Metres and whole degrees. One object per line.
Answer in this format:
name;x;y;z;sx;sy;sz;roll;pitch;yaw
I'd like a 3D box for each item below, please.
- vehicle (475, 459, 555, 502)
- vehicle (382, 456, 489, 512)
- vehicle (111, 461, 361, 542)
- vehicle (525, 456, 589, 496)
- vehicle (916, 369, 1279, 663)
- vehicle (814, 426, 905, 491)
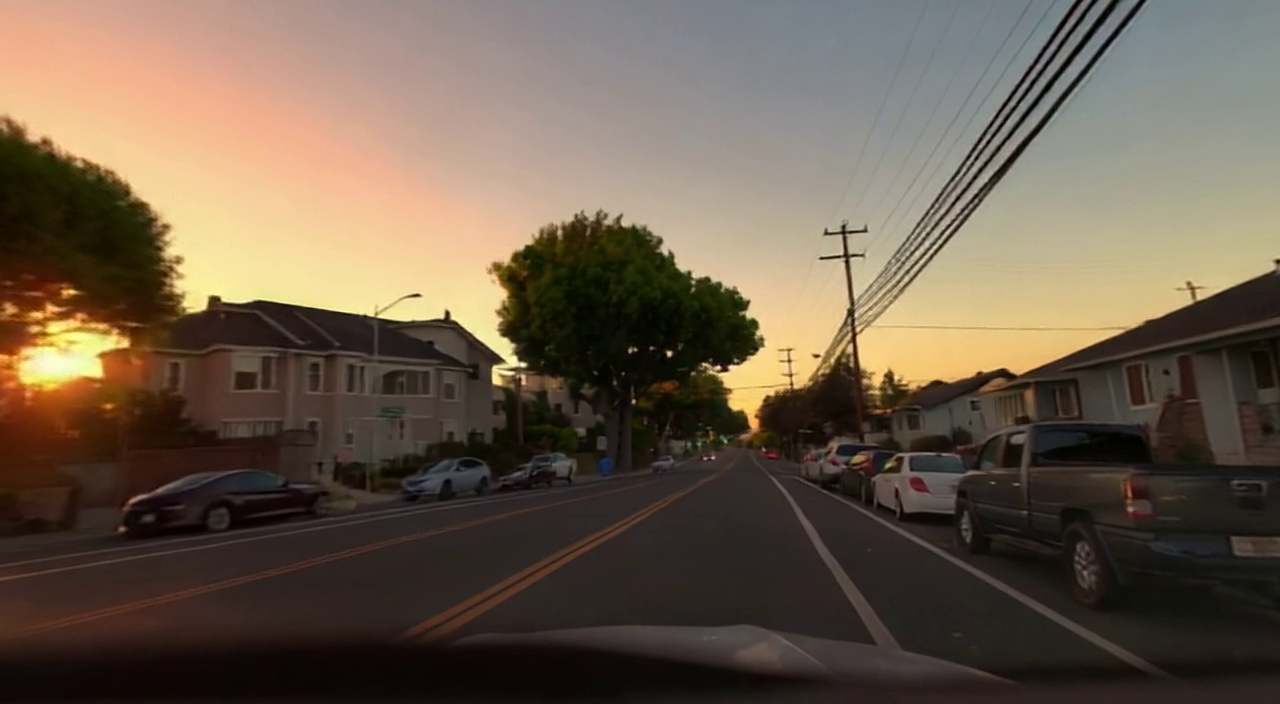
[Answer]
vehicle;-6.185;6.422;32.117;2.089;1.837;5.499;-2;-9;10
vehicle;-7.626;4.926;24.059;1.937;1.837;4.414;-2;-9;11
vehicle;-9.429;3.507;15.493;2.136;1.431;5.197;-7;-11;10
vehicle;-4.867;7.389;37.992;2.282;2.060;5.738;-2;-9;9
vehicle;4.895;1.433;6.778;2.199;1.885;5.461;-2;-9;10
vehicle;8.196;4.021;24.218;2.330;2.160;5.550;-2;-9;9
